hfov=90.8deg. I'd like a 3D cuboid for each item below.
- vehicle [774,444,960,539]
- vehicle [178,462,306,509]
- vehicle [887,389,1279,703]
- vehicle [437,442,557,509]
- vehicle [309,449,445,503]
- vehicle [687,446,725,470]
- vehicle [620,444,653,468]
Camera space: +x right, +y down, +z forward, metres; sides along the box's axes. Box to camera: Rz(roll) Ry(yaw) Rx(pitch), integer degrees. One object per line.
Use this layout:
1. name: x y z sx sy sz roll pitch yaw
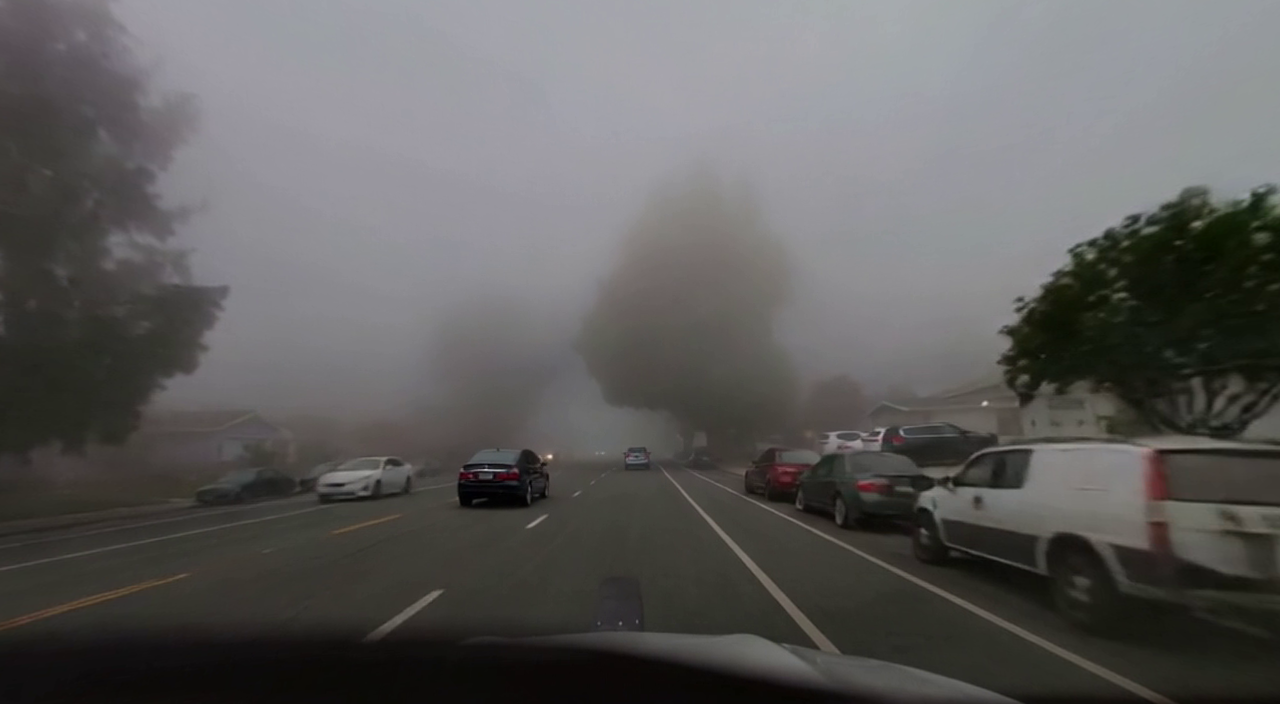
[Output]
1. vehicle: 4.039 2.535 12.220 1.881 1.453 4.574 0 -9 0
2. vehicle: -14.894 4.997 23.976 1.862 1.466 4.429 -1 -9 2
3. vehicle: 4.207 1.386 5.472 2.045 1.702 4.916 0 -9 -1
4. vehicle: -3.472 3.077 16.282 2.027 1.477 4.413 0 -9 0
5. vehicle: -8.310 3.933 20.568 2.075 1.487 4.792 -1 -9 4
6. vehicle: 4.306 6.961 41.668 1.944 1.470 4.530 0 -9 -1
7. vehicle: -0.239 7.069 43.051 2.088 1.495 4.048 0 -9 0
